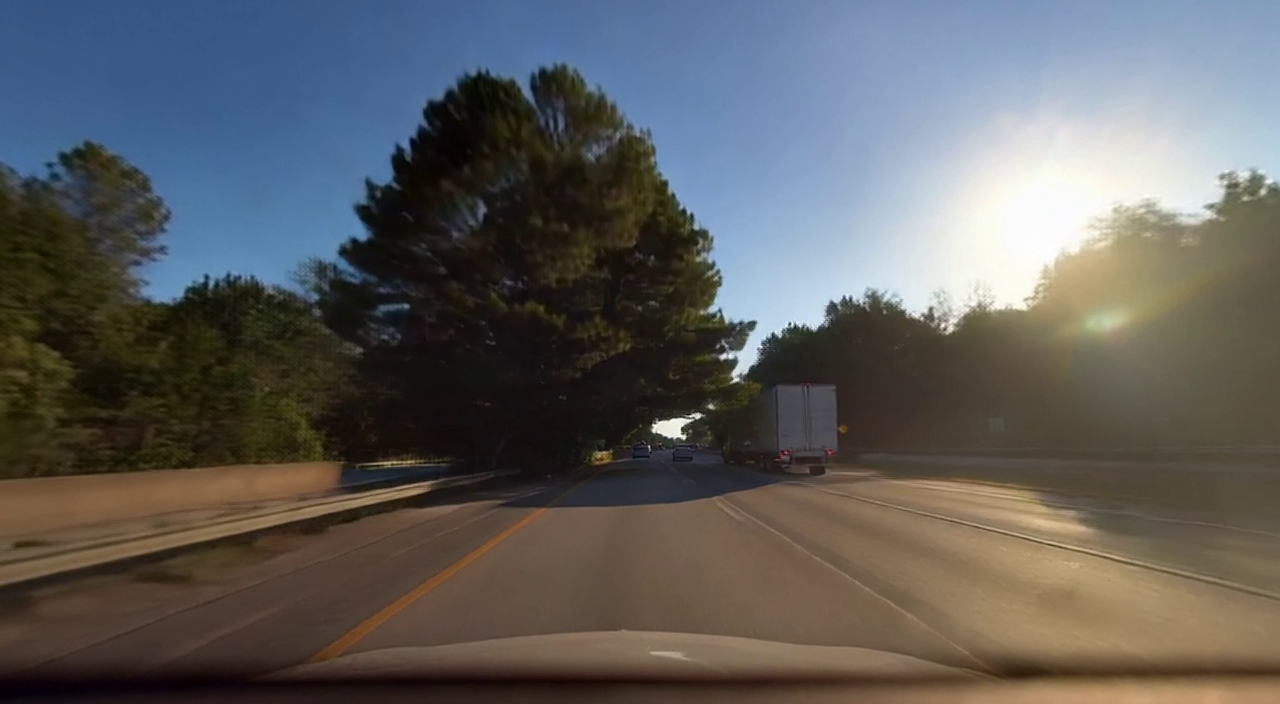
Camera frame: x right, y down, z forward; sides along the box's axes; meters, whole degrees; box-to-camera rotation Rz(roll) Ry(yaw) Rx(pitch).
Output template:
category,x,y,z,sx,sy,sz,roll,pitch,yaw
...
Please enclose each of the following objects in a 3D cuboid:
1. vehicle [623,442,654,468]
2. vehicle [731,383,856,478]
category,x,y,z,sx,sy,sz,roll,pitch,yaw
vehicle,-0.088,7.321,44.891,2.114,1.706,4.106,0,-9,0
vehicle,7.680,4.474,34.366,3.044,4.073,14.016,0,-9,-1
